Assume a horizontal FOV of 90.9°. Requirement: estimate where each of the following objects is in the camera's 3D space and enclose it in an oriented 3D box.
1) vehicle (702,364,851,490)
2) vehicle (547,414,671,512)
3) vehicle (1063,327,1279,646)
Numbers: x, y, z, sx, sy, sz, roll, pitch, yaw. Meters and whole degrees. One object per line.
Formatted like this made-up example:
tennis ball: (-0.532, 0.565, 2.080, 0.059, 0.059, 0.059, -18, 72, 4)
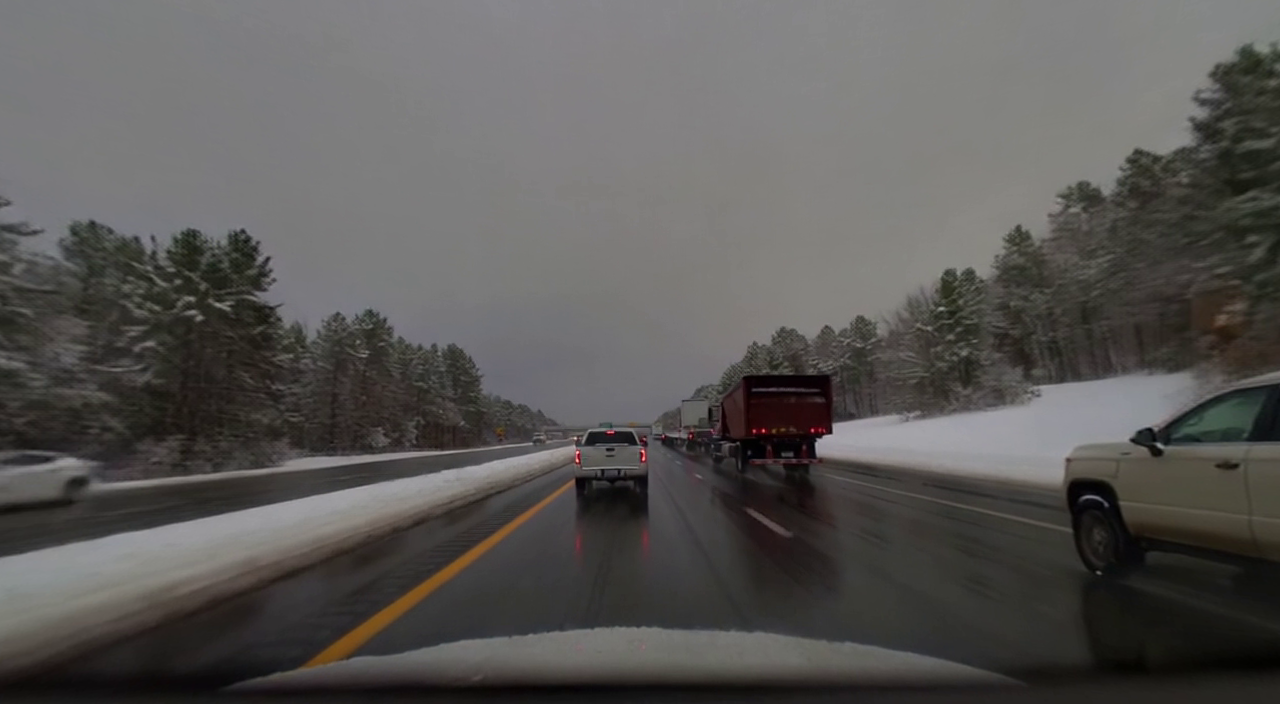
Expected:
vehicle: (3.708, 2.353, 19.498, 2.723, 3.027, 8.478, 0, -7, 0)
vehicle: (-0.547, 2.133, 12.660, 2.082, 1.638, 4.055, 0, -8, -1)
vehicle: (4.856, 0.794, 3.698, 2.011, 1.905, 3.905, 0, -8, 1)
